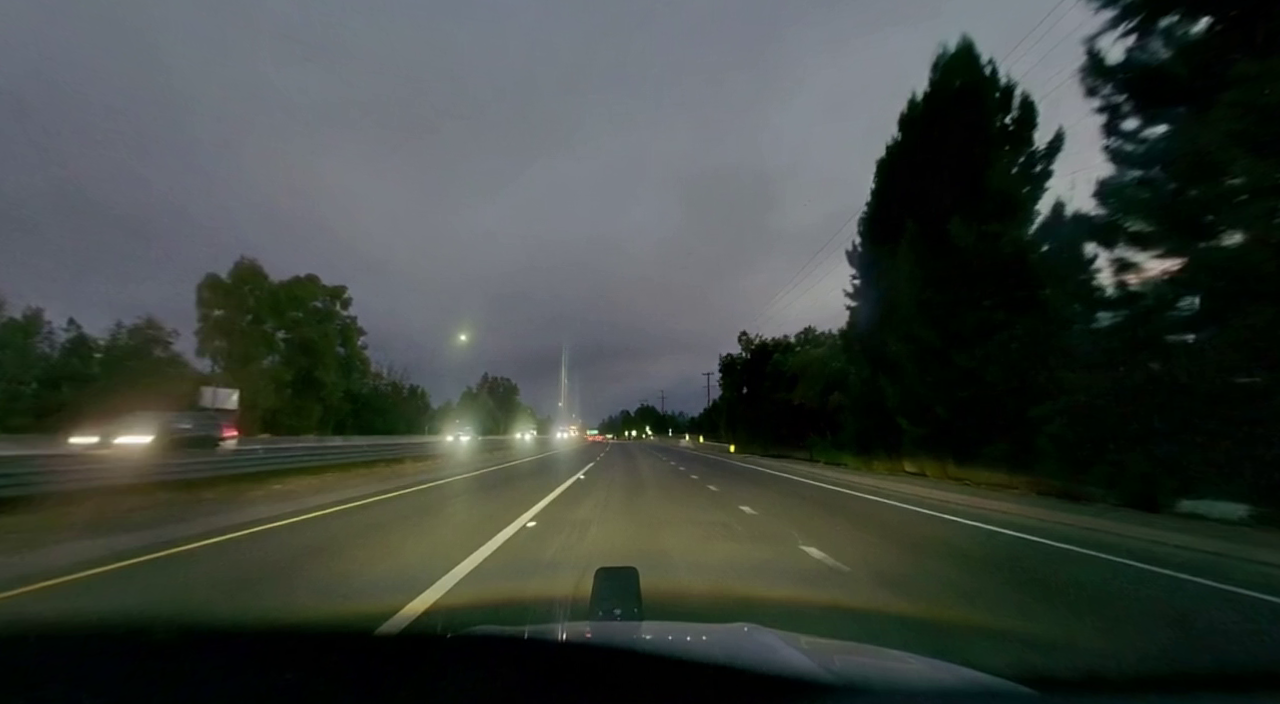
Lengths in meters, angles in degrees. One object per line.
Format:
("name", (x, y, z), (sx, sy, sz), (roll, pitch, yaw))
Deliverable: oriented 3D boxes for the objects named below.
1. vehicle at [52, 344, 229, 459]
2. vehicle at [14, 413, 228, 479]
("vehicle", (-16.286, 1.709, 20.859), (2.954, 3.517, 3.281), (0, -8, -2))
("vehicle", (-12.247, 2.244, 15.283), (1.838, 1.390, 3.974), (0, -8, -1))
